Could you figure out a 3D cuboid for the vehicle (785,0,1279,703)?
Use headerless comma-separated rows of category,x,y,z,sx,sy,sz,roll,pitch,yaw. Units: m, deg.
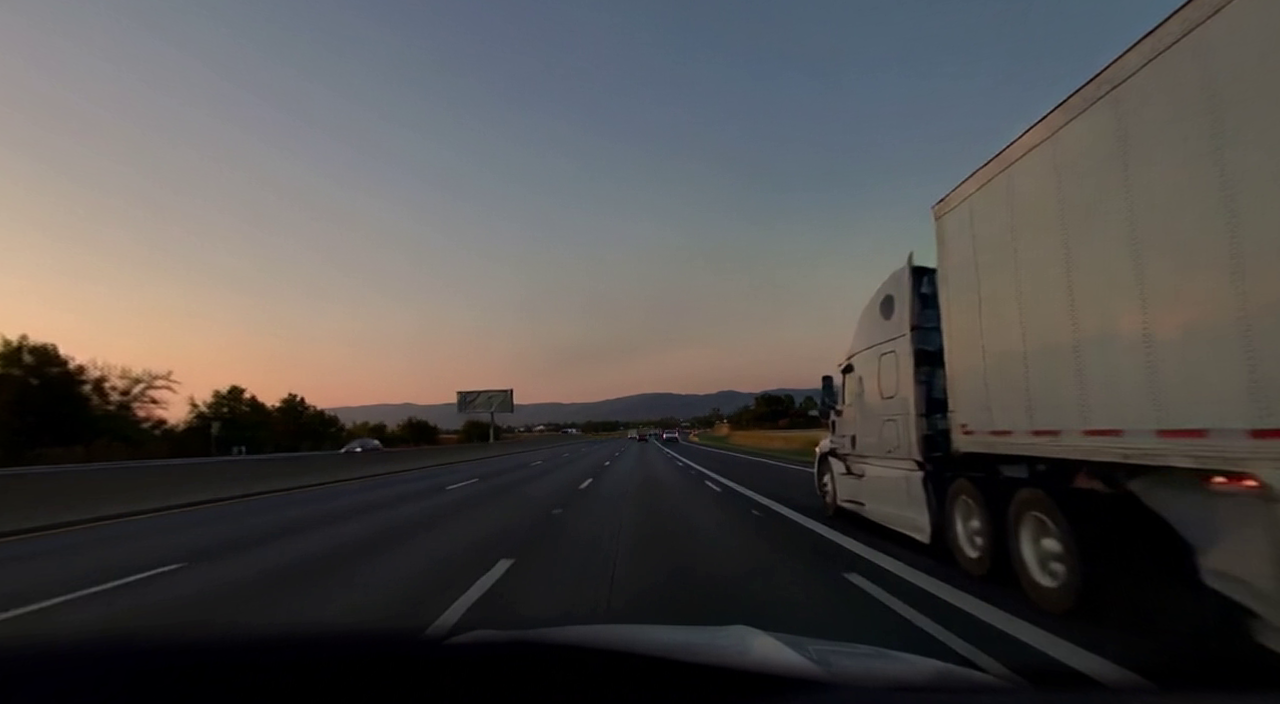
vehicle,4.131,0.000,4.068,3.446,3.698,12.089,0,-8,0

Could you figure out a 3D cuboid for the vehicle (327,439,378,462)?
vehicle,-22.235,7.615,48.806,1.873,1.631,4.312,-1,-8,0
